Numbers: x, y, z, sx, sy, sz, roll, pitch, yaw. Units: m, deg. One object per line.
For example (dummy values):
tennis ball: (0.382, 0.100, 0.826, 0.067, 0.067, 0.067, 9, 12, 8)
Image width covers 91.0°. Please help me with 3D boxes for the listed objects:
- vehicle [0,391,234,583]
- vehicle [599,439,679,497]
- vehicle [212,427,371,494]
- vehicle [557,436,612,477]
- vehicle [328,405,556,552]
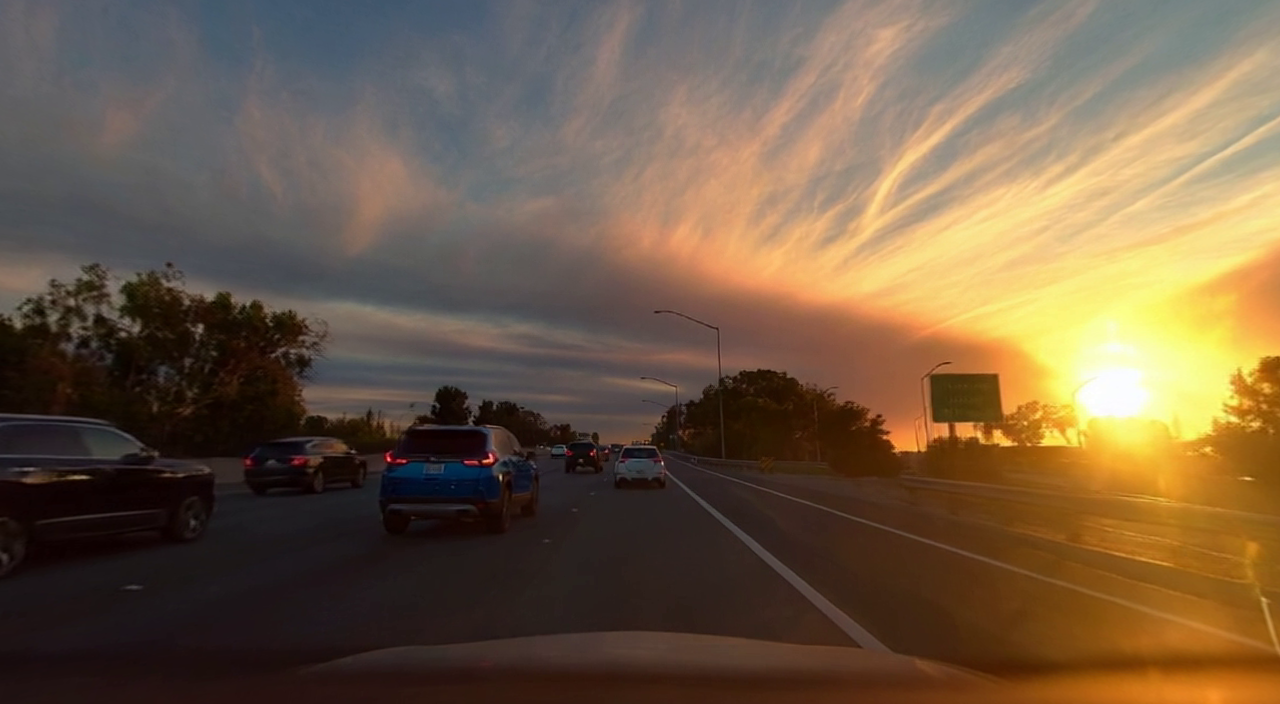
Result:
vehicle: (-7.214, 1.451, 7.049, 2.162, 1.823, 4.566, 0, -9, 1)
vehicle: (-0.067, 3.327, 18.373, 2.068, 1.488, 4.045, 0, -9, -1)
vehicle: (-10.275, 3.236, 19.094, 2.011, 1.751, 4.712, 0, -9, 1)
vehicle: (-2.520, 4.892, 29.688, 2.125, 1.771, 4.721, 0, -9, 0)
vehicle: (-2.725, 1.877, 9.903, 2.123, 1.798, 4.108, 0, -9, 2)
